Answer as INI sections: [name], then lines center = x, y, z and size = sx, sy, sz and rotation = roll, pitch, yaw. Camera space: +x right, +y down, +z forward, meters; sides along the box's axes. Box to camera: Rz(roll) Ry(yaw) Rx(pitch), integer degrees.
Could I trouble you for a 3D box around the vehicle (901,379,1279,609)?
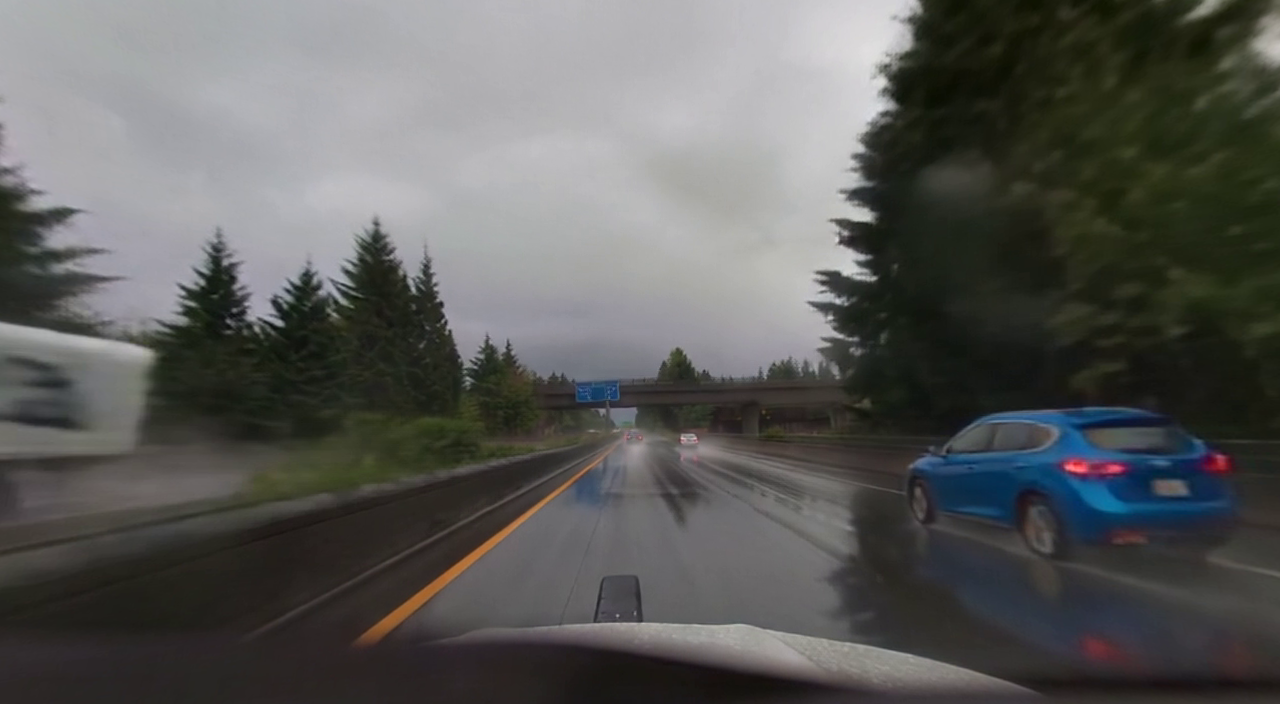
[vehicle]
center = 4.723, 1.302, 6.668
size = 2.073, 1.651, 4.065
rotation = 0, -8, -2
